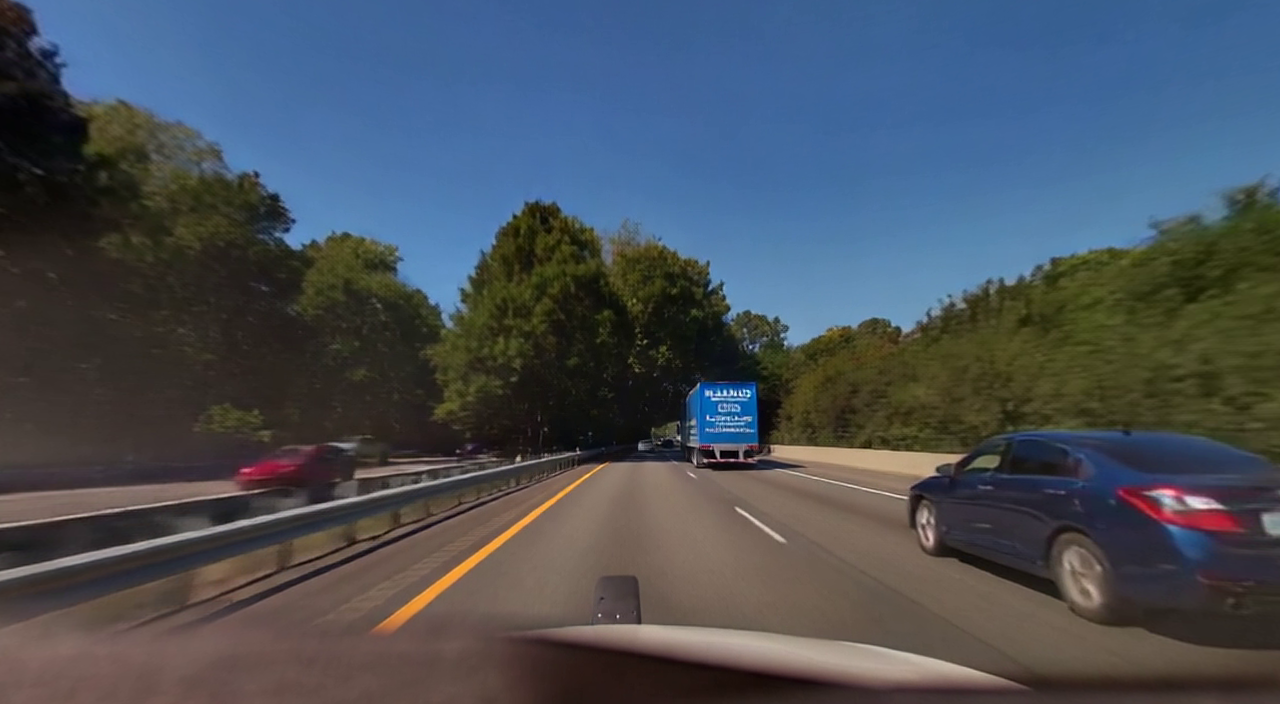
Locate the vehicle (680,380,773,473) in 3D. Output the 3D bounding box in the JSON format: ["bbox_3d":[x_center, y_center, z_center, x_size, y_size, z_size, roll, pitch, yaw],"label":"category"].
[{"bbox_3d":[4.238,4.173,34.540,3.171,4.072,13.784,0,-8,0],"label":"vehicle"}]

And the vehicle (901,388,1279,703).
[{"bbox_3d":[4.029,1.224,4.988,2.028,1.573,4.207,0,-8,-1],"label":"vehicle"}]

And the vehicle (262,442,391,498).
[{"bbox_3d":[-9.728,3.655,20.001,1.892,1.508,4.225,0,-8,0],"label":"vehicle"}]

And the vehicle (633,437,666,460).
[{"bbox_3d":[0.699,6.880,45.165,2.209,1.499,4.144,-1,-8,1],"label":"vehicle"}]
